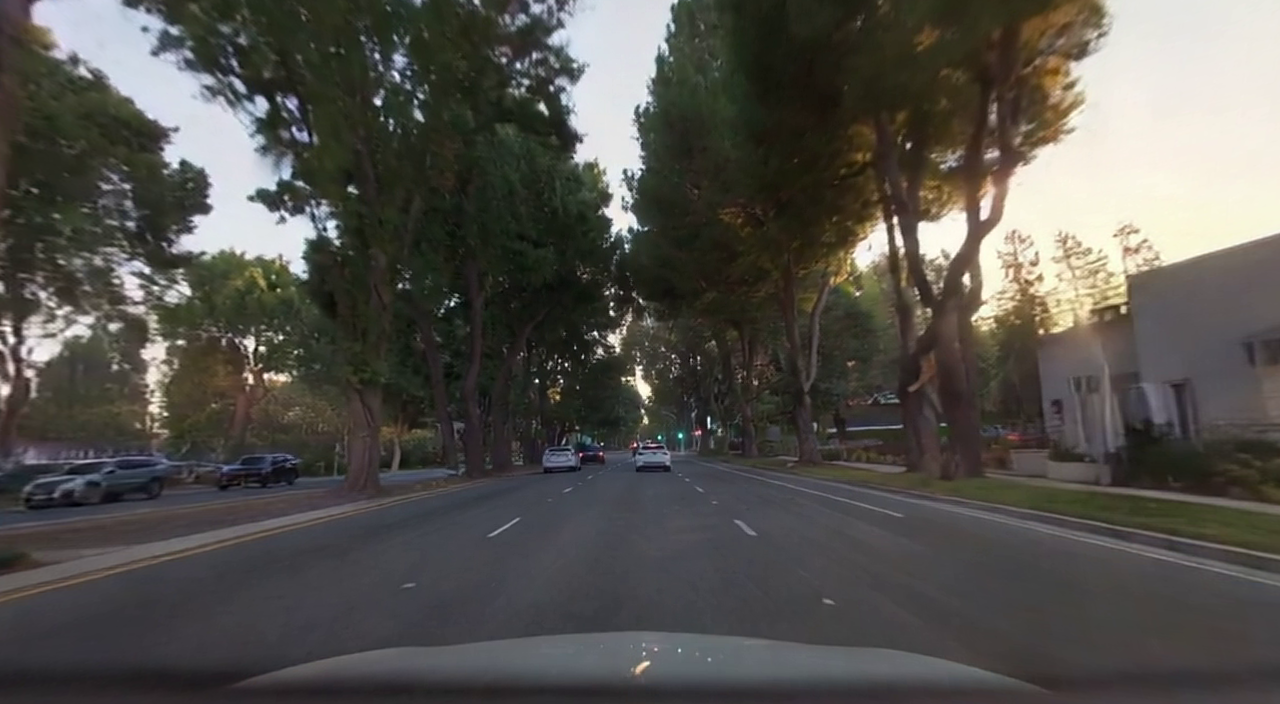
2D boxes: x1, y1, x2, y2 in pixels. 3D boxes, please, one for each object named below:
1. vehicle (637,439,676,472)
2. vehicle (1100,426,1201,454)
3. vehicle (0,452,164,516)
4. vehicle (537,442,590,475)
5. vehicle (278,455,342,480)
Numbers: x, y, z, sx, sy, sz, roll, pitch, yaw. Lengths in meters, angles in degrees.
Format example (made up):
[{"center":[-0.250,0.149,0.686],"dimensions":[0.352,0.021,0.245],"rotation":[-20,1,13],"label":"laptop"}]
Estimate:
[{"center":[0.802,5.397,33.036],"dimensions":[1.922,1.579,3.642],"rotation":[0,-8,-1],"label":"vehicle"},{"center":[32.933,5.702,40.725],"dimensions":[4.458,1.761,2.424],"rotation":[1,-8,-4],"label":"vehicle"},{"center":[-18.613,4.143,20.454],"dimensions":[2.021,1.732,5.410],"rotation":[0,-8,1],"label":"vehicle"},{"center":[-3.627,5.108,30.521],"dimensions":[1.908,1.481,4.536],"rotation":[0,-8,1],"label":"vehicle"},{"center":[-22.408,7.826,42.969],"dimensions":[1.849,1.568,4.397],"rotation":[0,-8,2],"label":"vehicle"}]
